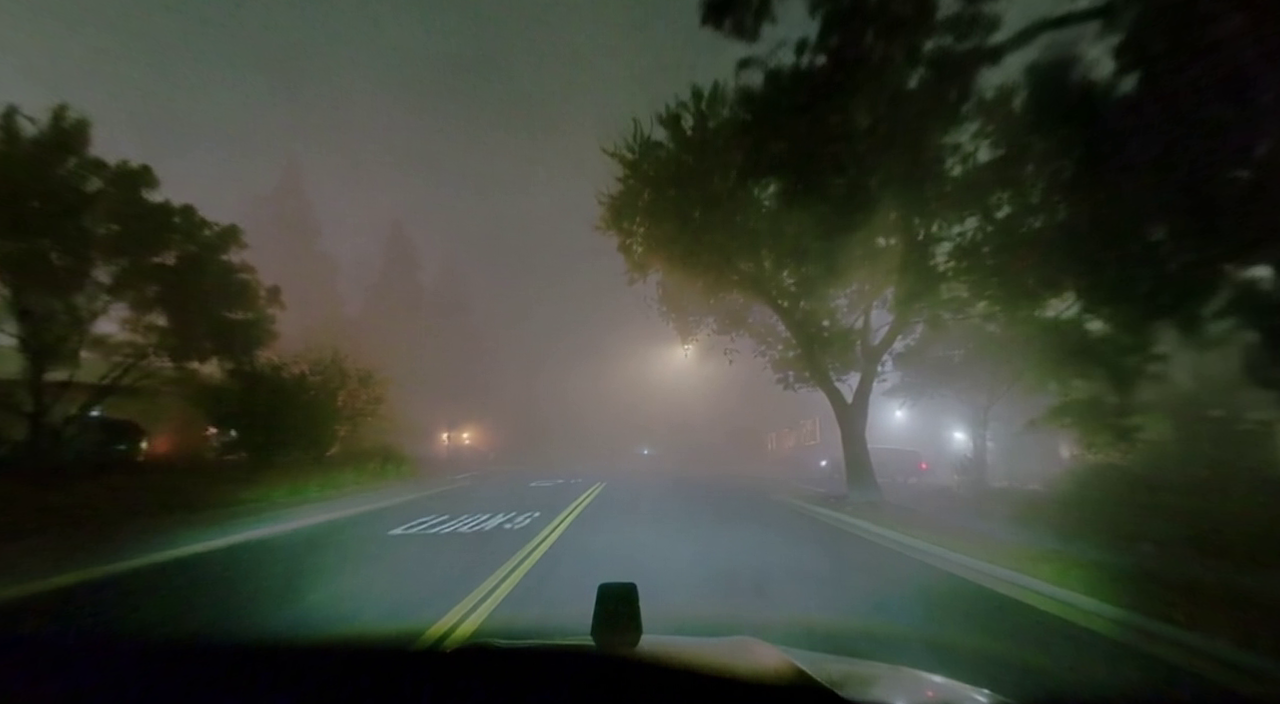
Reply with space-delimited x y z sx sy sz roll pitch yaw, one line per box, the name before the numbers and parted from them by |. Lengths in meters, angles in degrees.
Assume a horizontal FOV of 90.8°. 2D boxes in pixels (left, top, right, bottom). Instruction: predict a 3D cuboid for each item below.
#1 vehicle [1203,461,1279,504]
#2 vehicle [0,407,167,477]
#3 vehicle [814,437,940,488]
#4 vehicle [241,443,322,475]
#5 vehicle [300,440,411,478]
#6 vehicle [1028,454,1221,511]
vehicle | 26.992 5.782 28.179 1.916 1.620 3.519 -4 -9 28
vehicle | -17.528 2.885 19.881 4.918 1.918 2.002 -6 -10 25
vehicle | 10.792 5.048 28.847 4.854 1.771 2.123 -12 -12 29
vehicle | -21.414 6.372 37.677 4.507 1.774 1.923 -5 -9 27
vehicle | -15.601 5.791 34.523 6.072 1.882 2.277 -5 -9 29
vehicle | 14.439 3.949 19.179 4.231 1.493 1.941 -7 -10 27
